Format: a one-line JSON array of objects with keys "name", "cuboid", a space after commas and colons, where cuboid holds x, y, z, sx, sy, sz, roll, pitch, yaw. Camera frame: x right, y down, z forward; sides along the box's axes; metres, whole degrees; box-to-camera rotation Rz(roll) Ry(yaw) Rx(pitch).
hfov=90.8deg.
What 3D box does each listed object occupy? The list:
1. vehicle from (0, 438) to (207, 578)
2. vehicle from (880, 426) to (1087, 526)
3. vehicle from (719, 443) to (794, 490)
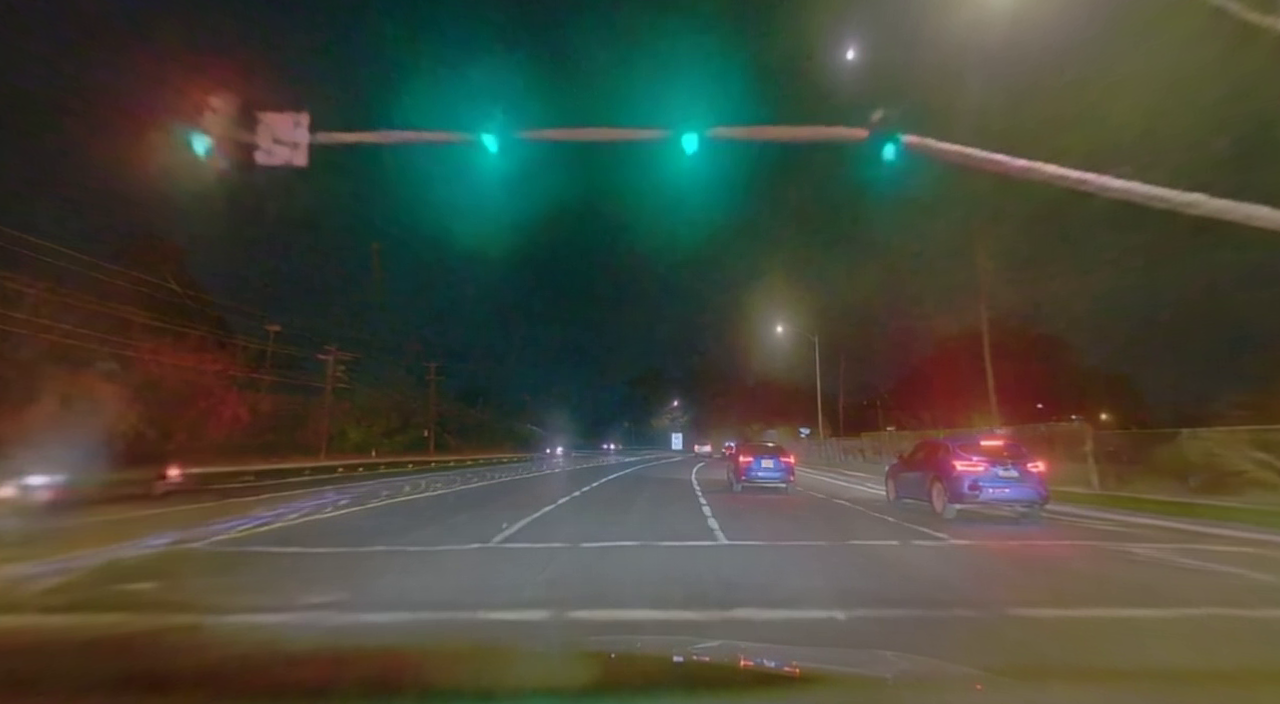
[{"name": "vehicle", "cuboid": [-8.790, 2.059, 8.743, 1.933, 1.502, 4.946, 7, -8, 1]}, {"name": "vehicle", "cuboid": [7.112, 2.589, 13.765, 2.029, 1.795, 4.371, 0, -9, 0]}, {"name": "vehicle", "cuboid": [4.026, 4.014, 22.533, 2.035, 1.460, 4.392, -1, -9, 3]}]
